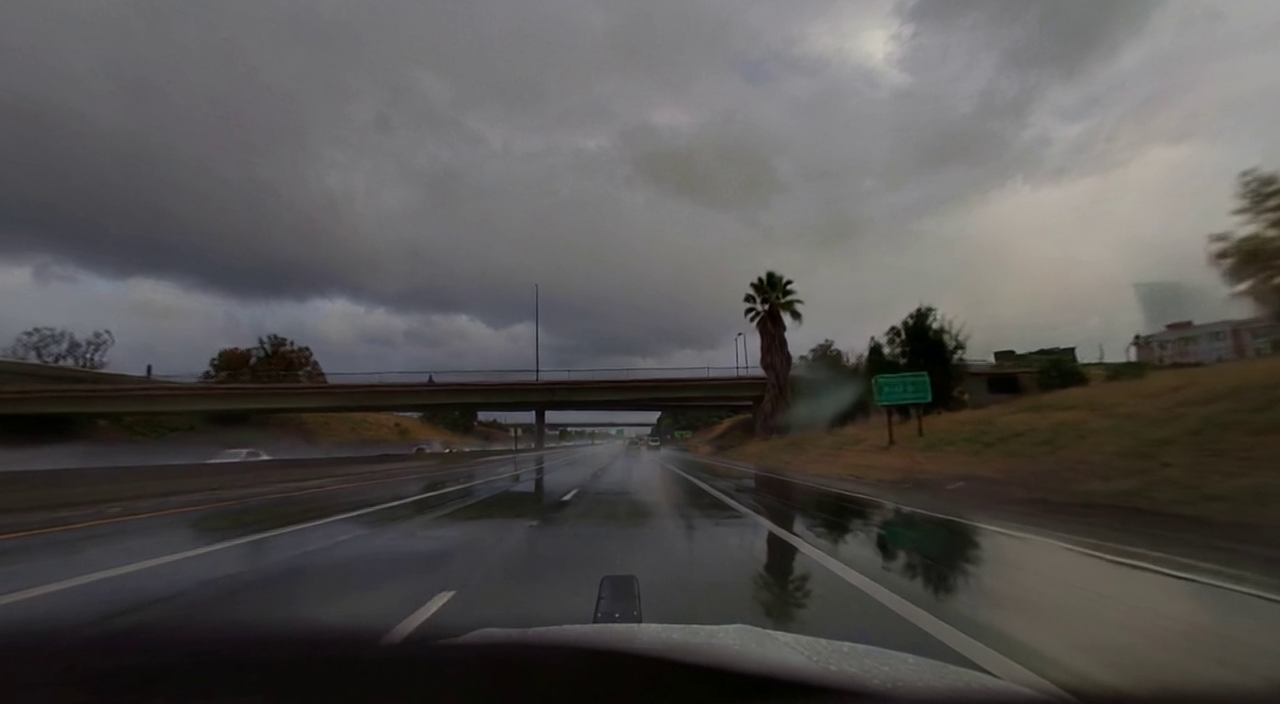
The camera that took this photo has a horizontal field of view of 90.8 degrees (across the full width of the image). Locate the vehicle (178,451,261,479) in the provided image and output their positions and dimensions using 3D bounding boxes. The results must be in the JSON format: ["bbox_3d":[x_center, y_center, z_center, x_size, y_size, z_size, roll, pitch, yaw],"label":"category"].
[{"bbox_3d":[-24.965,6.683,37.720,1.816,1.479,4.629,0,-8,0],"label":"vehicle"}]
